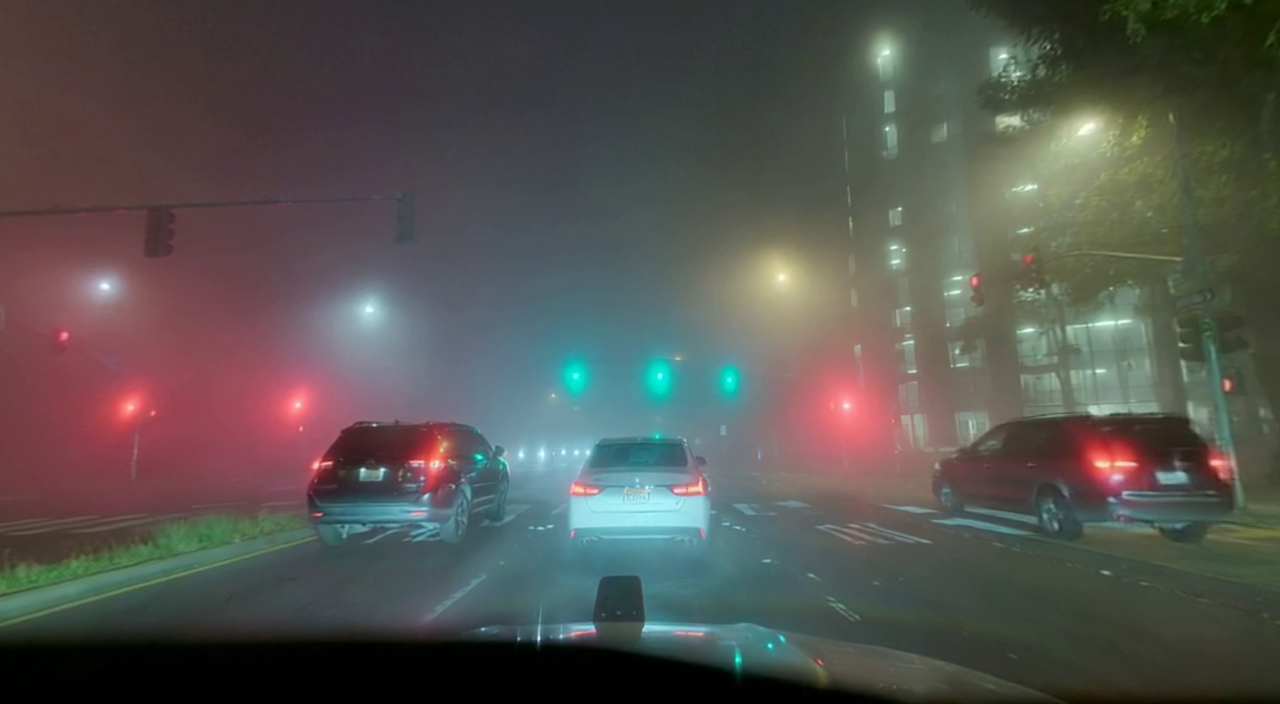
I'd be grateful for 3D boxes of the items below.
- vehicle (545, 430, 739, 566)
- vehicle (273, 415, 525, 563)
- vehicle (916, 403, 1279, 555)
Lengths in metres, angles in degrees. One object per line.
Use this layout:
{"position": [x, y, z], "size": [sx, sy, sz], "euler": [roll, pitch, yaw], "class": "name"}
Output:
{"position": [0.031, 1.943, 9.154], "size": [2.190, 1.522, 3.850], "euler": [0, -8, 0], "class": "vehicle"}
{"position": [-3.220, 1.928, 9.657], "size": [2.081, 1.719, 4.434], "euler": [0, -8, 0], "class": "vehicle"}
{"position": [6.766, 1.929, 10.354], "size": [2.079, 1.828, 5.323], "euler": [0, -8, 0], "class": "vehicle"}
